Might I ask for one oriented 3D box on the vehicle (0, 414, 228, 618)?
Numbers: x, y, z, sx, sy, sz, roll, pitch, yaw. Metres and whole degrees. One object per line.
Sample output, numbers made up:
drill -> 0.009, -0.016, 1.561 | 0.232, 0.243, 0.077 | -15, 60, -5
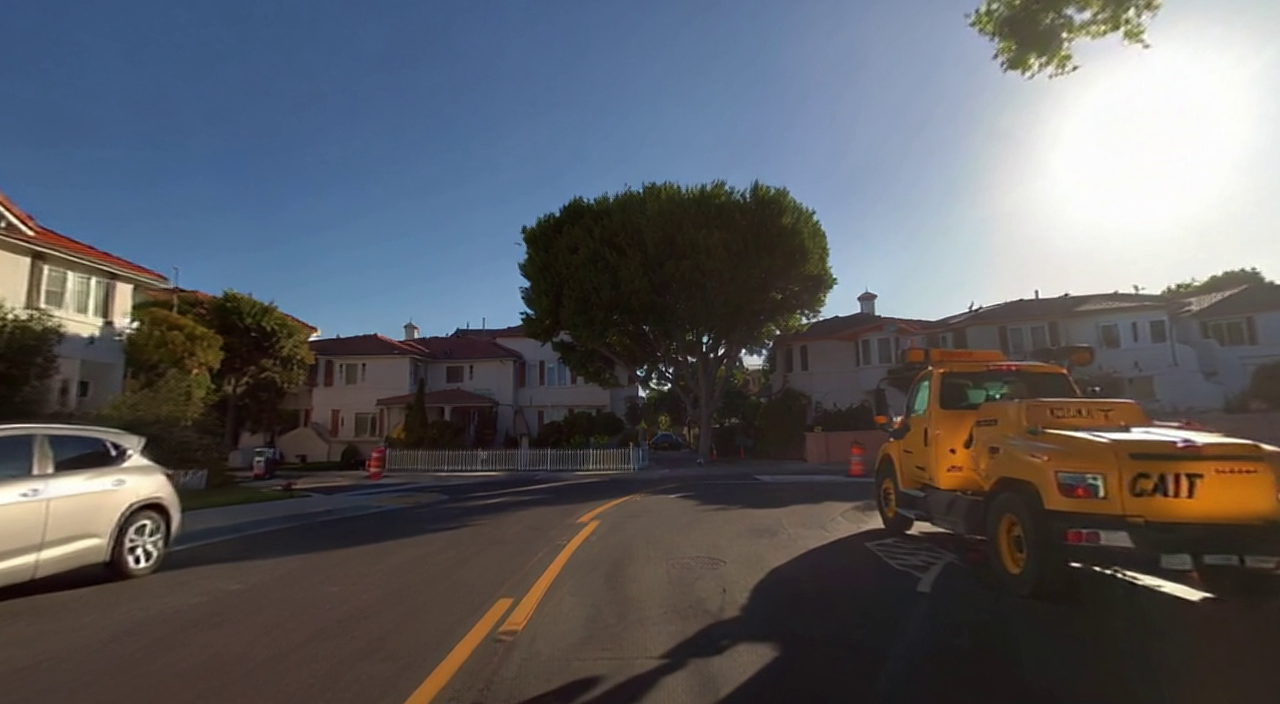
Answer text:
vehicle -> -6.704, 1.510, 6.018 | 2.220, 1.765, 4.799 | 0, -8, 1

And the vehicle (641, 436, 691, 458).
vehicle -> 1.940, 7.237, 47.967 | 3.629, 1.578, 1.802 | 0, -8, -1

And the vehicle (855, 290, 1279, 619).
vehicle -> 4.355, 1.045, 6.891 | 2.501, 2.613, 3.505 | 0, -9, -4
